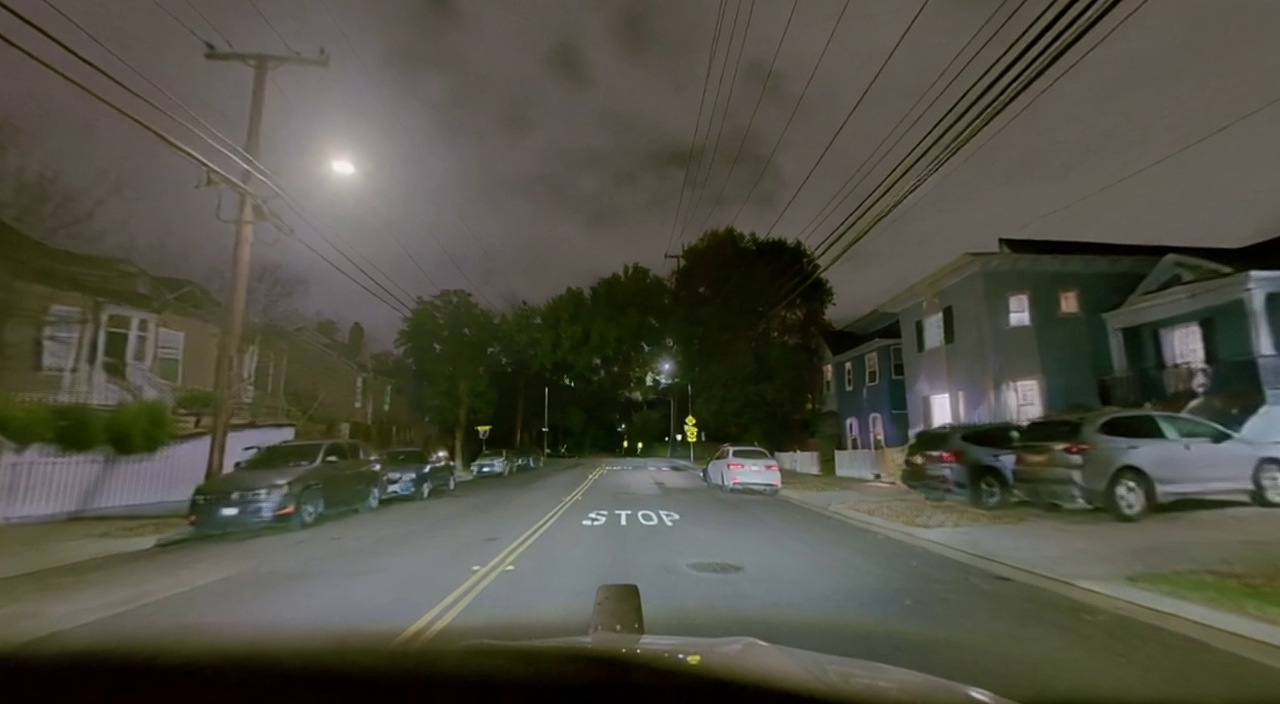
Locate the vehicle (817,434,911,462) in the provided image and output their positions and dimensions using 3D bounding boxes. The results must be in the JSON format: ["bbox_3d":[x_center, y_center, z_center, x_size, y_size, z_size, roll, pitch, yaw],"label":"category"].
[{"bbox_3d":[16.422,7.071,46.575,6.022,1.953,2.250,0,-8,0],"label":"vehicle"}]

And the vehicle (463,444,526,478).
[{"bbox_3d":[-6.999,5.289,30.959,2.056,1.481,4.451,0,-8,0],"label":"vehicle"}]

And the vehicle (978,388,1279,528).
[{"bbox_3d":[8.378,1.651,10.167,4.507,1.939,2.304,0,-8,-4],"label":"vehicle"}]

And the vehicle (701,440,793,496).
[{"bbox_3d":[3.232,3.615,20.264,1.963,1.536,5.446,0,-8,0],"label":"vehicle"}]

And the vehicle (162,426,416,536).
[{"bbox_3d":[-6.640,2.486,12.955,2.136,1.757,5.365,0,-8,0],"label":"vehicle"}]
